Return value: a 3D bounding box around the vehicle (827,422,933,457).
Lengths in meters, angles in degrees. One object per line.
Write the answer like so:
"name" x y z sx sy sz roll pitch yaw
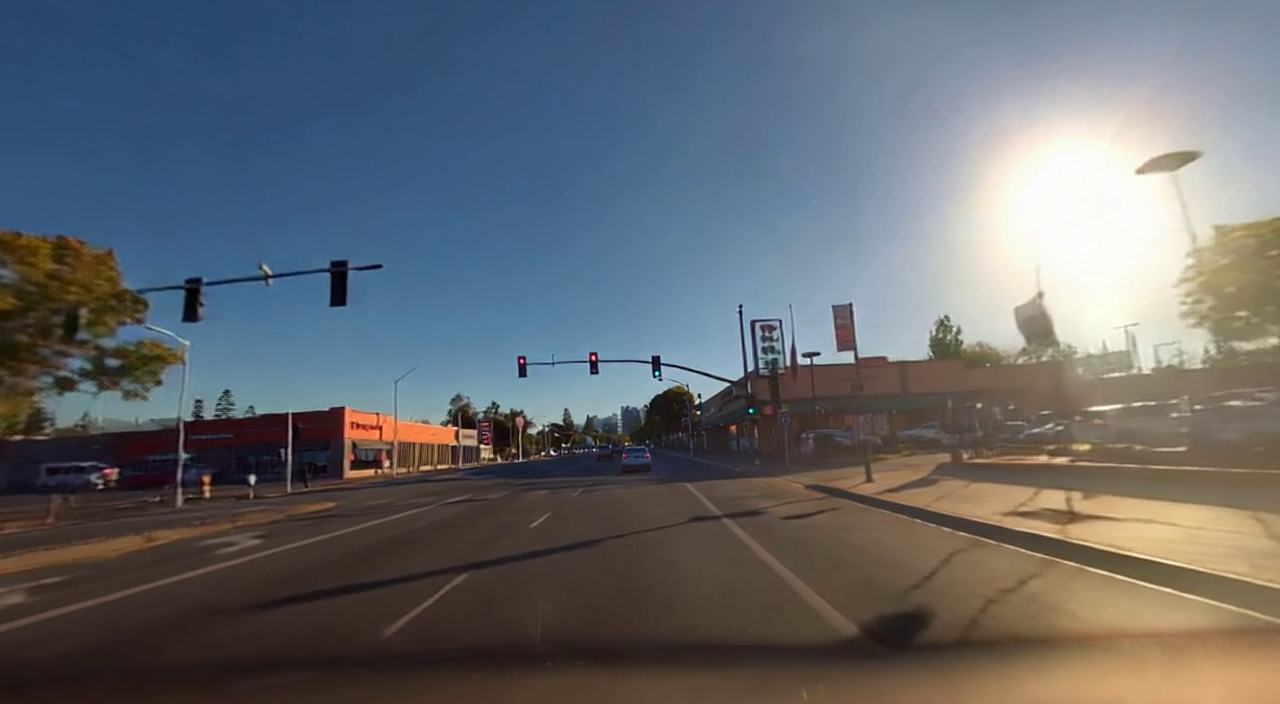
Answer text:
"vehicle" 13.020 4.801 34.459 4.852 1.805 2.155 0 -9 -2

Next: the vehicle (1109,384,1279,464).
"vehicle" 12.925 1.537 13.325 4.323 1.534 2.133 0 -9 -1

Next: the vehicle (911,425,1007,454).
"vehicle" 18.705 5.146 37.129 4.586 1.623 1.861 0 -9 -1

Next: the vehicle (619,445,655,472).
"vehicle" -0.167 6.207 36.918 1.977 1.451 4.032 0 -9 -1
